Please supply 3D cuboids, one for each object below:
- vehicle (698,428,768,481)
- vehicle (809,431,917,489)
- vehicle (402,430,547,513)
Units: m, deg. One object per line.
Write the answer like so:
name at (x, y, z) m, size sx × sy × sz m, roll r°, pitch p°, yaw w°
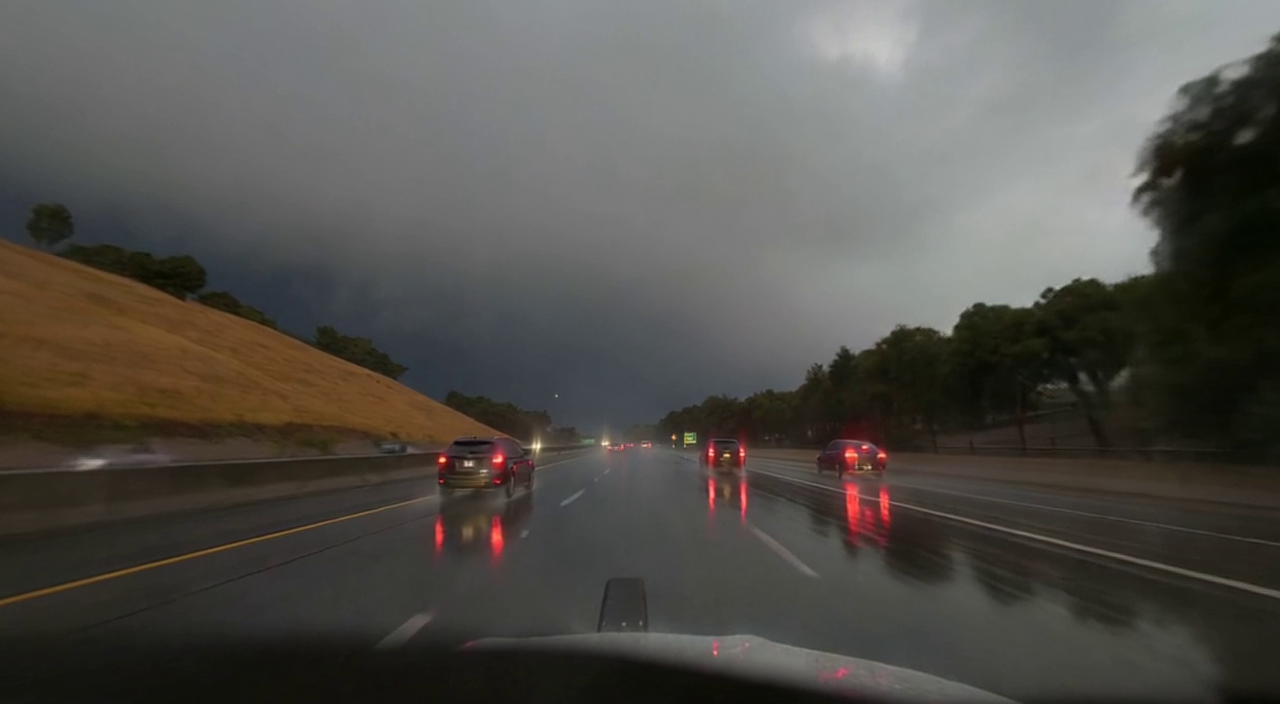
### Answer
vehicle at (3.669, 4.159, 25.877) m, size 2.121 × 1.925 × 5.056 m, roll 0°, pitch -8°, yaw 0°
vehicle at (7.309, 3.577, 21.186) m, size 1.998 × 1.717 × 4.338 m, roll 0°, pitch -8°, yaw 0°
vehicle at (-3.700, 2.761, 15.078) m, size 2.166 × 1.672 × 4.388 m, roll -1°, pitch -8°, yaw 1°
